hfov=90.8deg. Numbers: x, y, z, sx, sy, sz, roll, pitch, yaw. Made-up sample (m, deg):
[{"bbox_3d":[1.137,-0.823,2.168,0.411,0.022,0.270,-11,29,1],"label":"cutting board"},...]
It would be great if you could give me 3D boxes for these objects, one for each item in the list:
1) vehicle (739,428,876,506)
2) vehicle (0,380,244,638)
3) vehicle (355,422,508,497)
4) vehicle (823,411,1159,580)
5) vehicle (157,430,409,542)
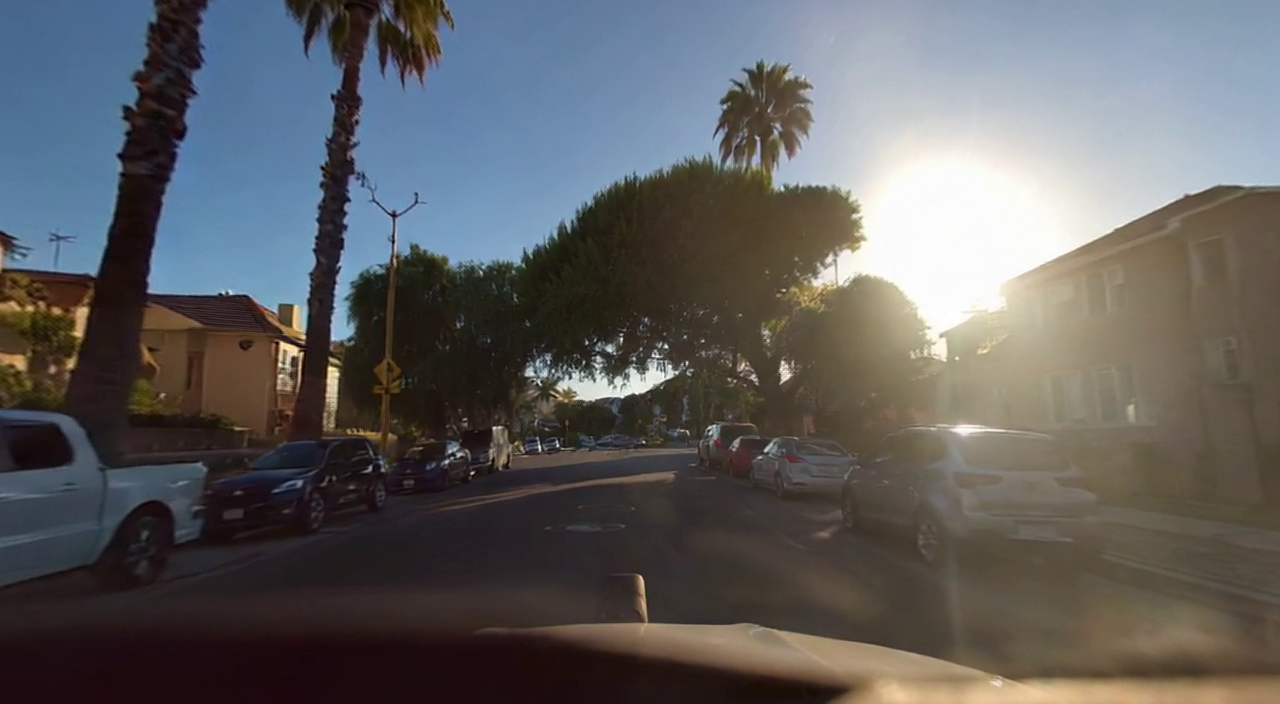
[{"bbox_3d":[3.768,2.649,15.190,1.958,1.485,4.819,2,-8,0],"label":"vehicle"},{"bbox_3d":[-5.675,1.227,5.145,1.963,1.859,4.884,0,-8,-4],"label":"vehicle"},{"bbox_3d":[-5.703,3.019,18.361,2.316,1.808,5.876,0,-8,1],"label":"vehicle"},{"bbox_3d":[4.081,1.706,8.375,1.998,1.649,4.175,0,-8,0],"label":"vehicle"},{"bbox_3d":[-5.784,2.172,11.077,1.849,1.531,4.562,0,-8,-1],"label":"vehicle"}]
